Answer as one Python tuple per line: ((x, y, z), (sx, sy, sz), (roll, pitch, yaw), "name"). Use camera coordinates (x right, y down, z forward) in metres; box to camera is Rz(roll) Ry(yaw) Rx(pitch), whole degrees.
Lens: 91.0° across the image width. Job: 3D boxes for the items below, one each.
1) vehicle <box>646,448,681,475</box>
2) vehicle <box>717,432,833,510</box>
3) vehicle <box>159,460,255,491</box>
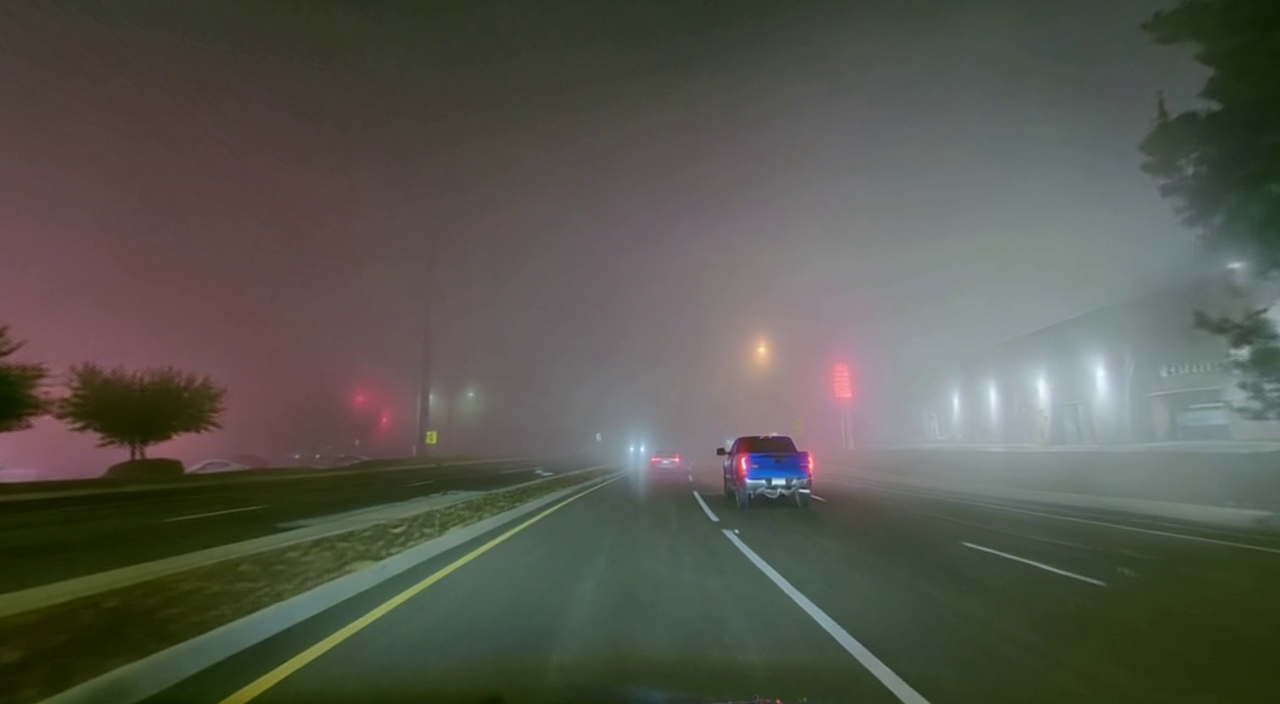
((1.491, 6.567, 38.116), (1.968, 1.521, 4.262), (0, -8, 4), "vehicle")
((3.738, 3.408, 18.716), (2.367, 1.919, 5.651), (0, -8, 2), "vehicle")
((-24.008, 6.835, 35.150), (1.890, 1.519, 4.431), (0, -9, 6), "vehicle")
